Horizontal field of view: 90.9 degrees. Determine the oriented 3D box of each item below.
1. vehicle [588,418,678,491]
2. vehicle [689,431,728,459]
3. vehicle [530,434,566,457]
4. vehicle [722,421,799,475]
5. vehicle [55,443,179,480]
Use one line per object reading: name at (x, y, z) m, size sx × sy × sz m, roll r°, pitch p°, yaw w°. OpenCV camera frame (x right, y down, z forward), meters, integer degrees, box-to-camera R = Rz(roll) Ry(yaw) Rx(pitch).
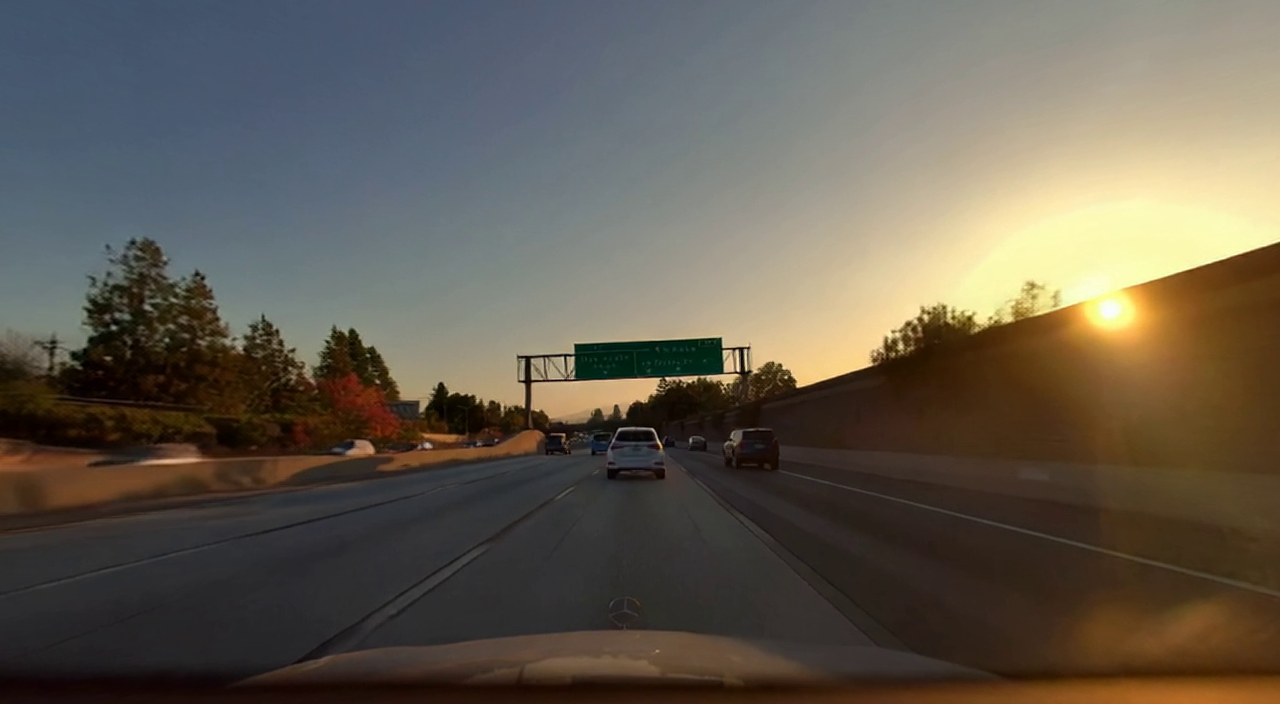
vehicle at (-0.186, 2.868, 17.895) m, size 2.233 × 1.804 × 4.273 m, roll 0°, pitch -9°, yaw 0°
vehicle at (4.223, 5.870, 39.632) m, size 2.001 × 1.651 × 3.916 m, roll 0°, pitch -9°, yaw 0°
vehicle at (-7.003, 7.200, 48.470) m, size 2.024 × 1.706 × 4.249 m, roll 0°, pitch -9°, yaw 1°
vehicle at (4.500, 3.683, 24.264) m, size 2.017 × 1.847 × 4.299 m, roll 0°, pitch -9°, yaw -1°
vehicle at (-21.833, 4.562, 26.544) m, size 1.827 × 1.422 × 3.924 m, roll 0°, pitch -9°, yaw 0°
